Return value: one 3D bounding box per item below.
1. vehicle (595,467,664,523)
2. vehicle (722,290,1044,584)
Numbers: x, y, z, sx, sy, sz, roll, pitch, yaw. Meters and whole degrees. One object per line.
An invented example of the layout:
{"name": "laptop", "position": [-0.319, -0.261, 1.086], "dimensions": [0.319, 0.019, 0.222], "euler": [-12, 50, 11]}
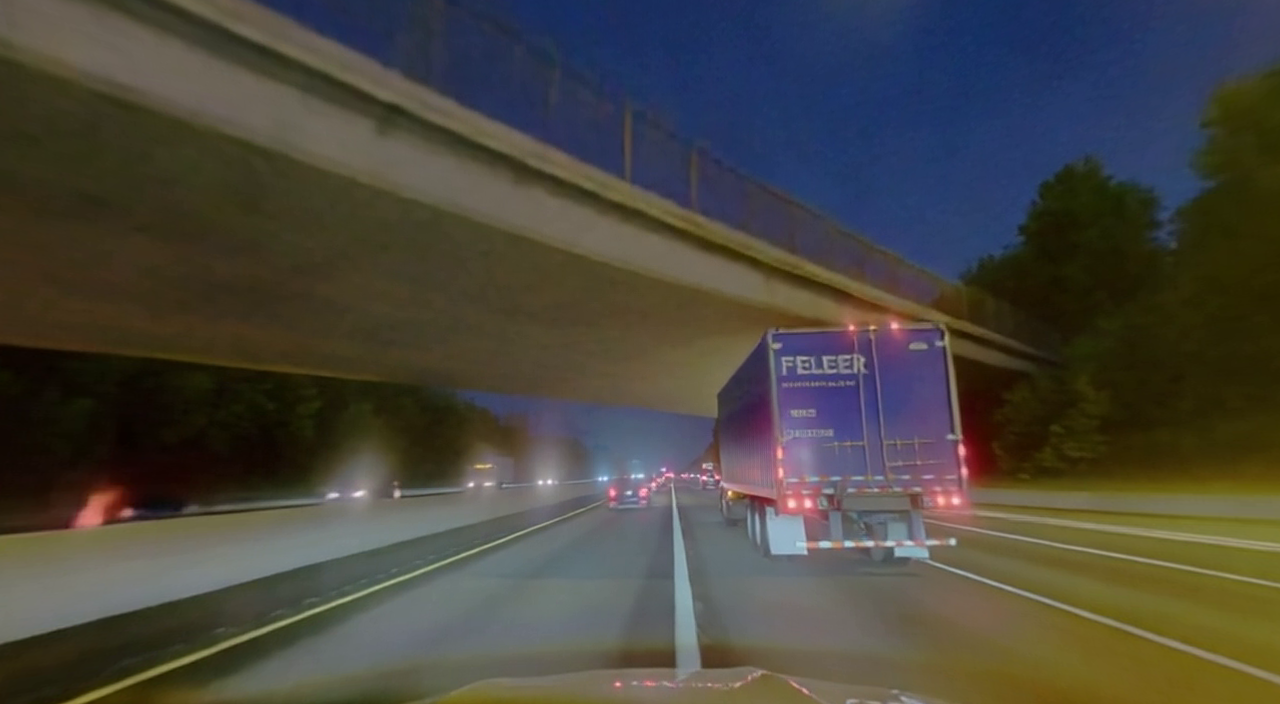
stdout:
{"name": "vehicle", "position": [-0.230, 4.897, 22.044], "dimensions": [2.124, 1.653, 4.857], "euler": [0, -10, 2]}
{"name": "vehicle", "position": [3.722, 1.897, 12.969], "dimensions": [2.980, 3.834, 9.423], "euler": [0, -10, 1]}
